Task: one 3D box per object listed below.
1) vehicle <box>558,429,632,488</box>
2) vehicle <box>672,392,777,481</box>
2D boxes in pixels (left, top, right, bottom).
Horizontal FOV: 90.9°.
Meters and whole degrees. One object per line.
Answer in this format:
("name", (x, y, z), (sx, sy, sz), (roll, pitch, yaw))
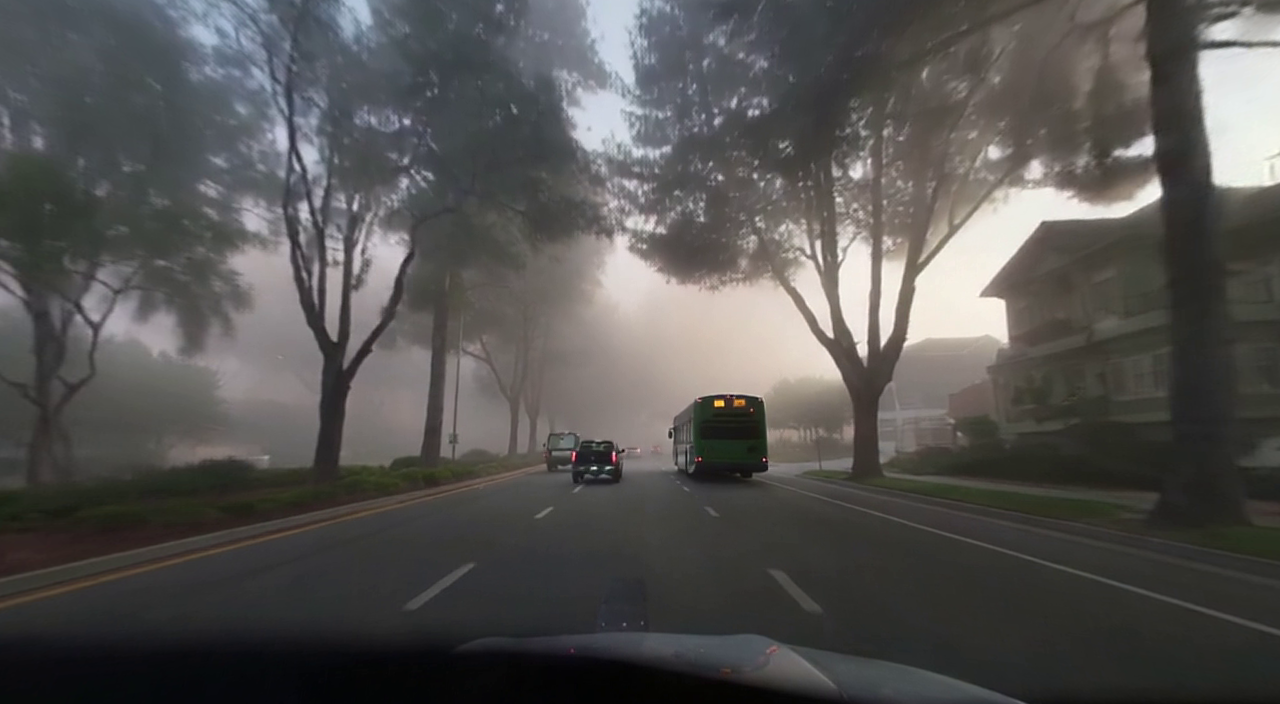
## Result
("vehicle", (-1.452, 3.763, 22.593), (2.074, 1.849, 5.137), (0, -9, 2))
("vehicle", (3.385, 4.030, 29.346), (3.059, 3.264, 12.623), (0, -9, 0))
